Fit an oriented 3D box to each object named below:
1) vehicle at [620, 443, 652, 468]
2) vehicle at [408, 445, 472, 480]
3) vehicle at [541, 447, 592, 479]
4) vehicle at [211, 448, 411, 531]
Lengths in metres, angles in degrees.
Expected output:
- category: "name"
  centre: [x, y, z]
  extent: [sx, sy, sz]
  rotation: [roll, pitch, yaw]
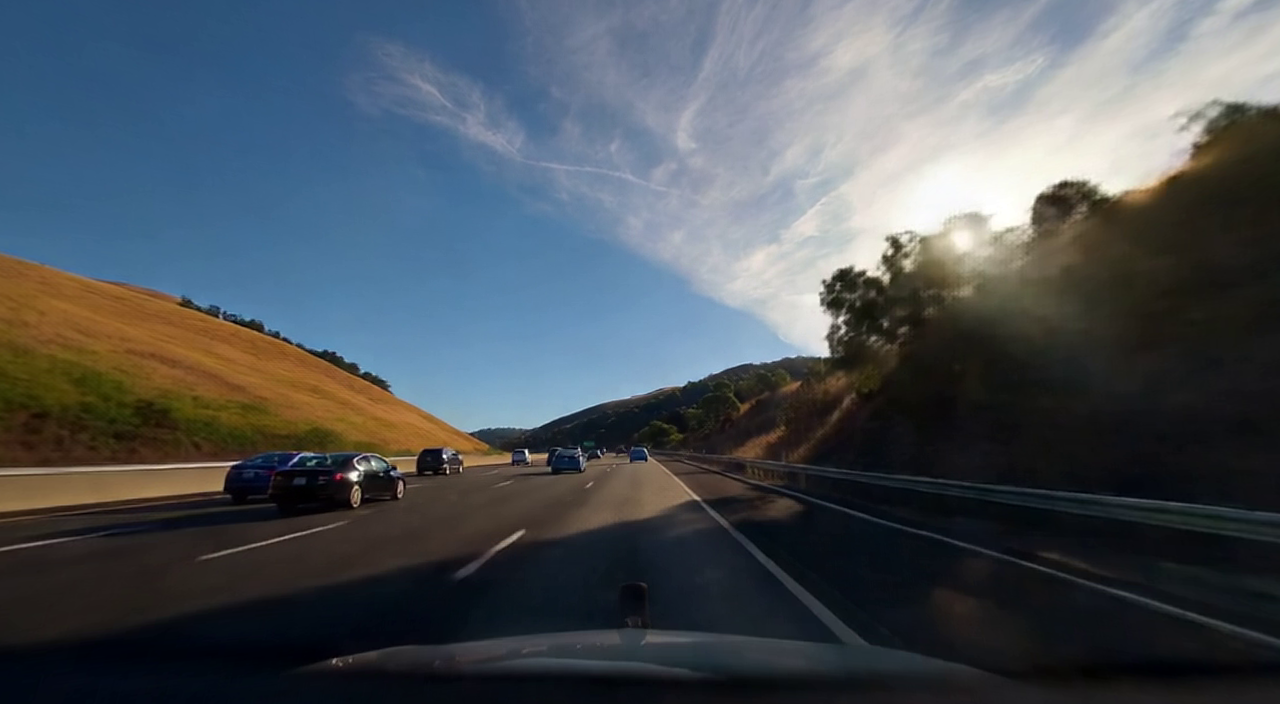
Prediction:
- category: "vehicle"
  centre: [-0.300, 7.344, 44.784]
  extent: [2.225, 1.674, 4.044]
  rotation: [0, -8, -1]
- category: "vehicle"
  centre: [-10.997, 6.073, 35.050]
  extent: [2.025, 1.750, 4.505]
  rotation: [0, -8, 1]
- category: "vehicle"
  centre: [-3.820, 5.835, 33.513]
  extent: [2.144, 1.505, 4.649]
  rotation: [0, -8, 0]
- category: "vehicle"
  centre: [-6.769, 2.830, 13.639]
  extent: [1.991, 1.441, 4.265]
  rotation: [0, -8, 1]
